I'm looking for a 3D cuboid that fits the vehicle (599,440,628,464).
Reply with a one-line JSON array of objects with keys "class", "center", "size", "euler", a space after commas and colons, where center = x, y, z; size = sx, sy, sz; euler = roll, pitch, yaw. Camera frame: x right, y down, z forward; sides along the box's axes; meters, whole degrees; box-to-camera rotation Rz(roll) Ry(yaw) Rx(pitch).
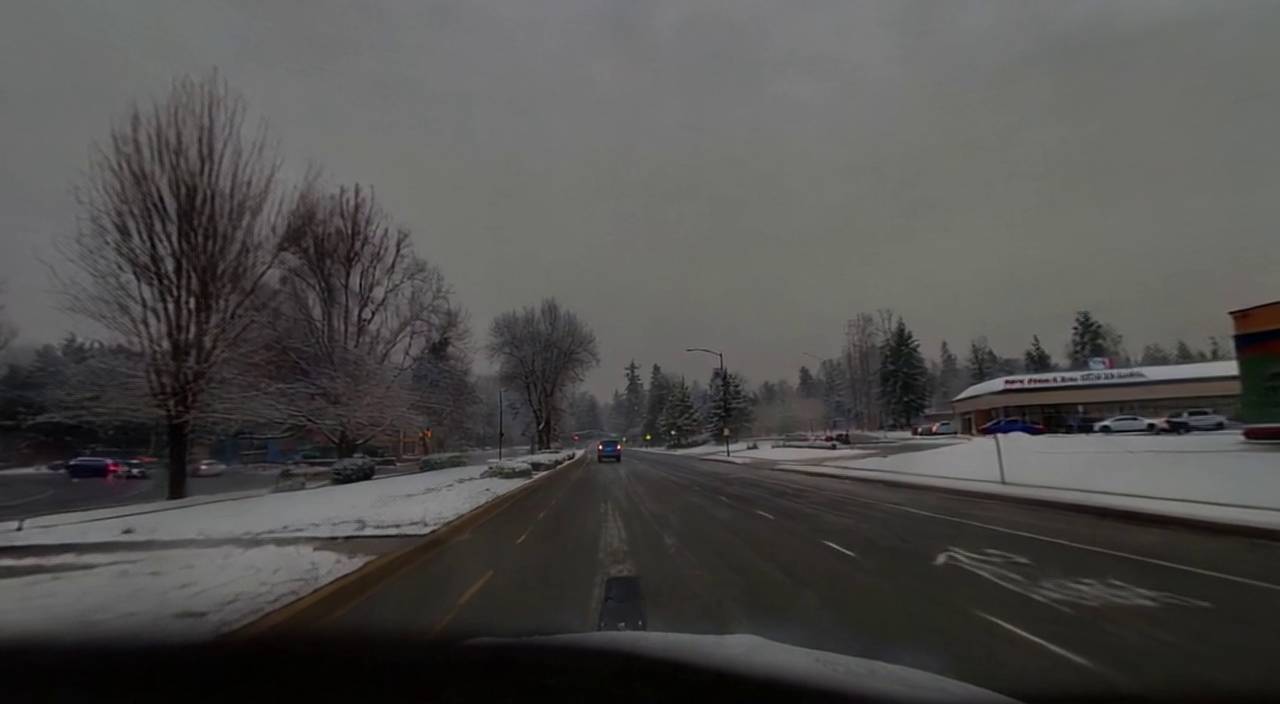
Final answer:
[{"class": "vehicle", "center": [-2.191, 7.880, 49.971], "size": [2.146, 1.814, 5.110], "euler": [0, -8, -4]}]
